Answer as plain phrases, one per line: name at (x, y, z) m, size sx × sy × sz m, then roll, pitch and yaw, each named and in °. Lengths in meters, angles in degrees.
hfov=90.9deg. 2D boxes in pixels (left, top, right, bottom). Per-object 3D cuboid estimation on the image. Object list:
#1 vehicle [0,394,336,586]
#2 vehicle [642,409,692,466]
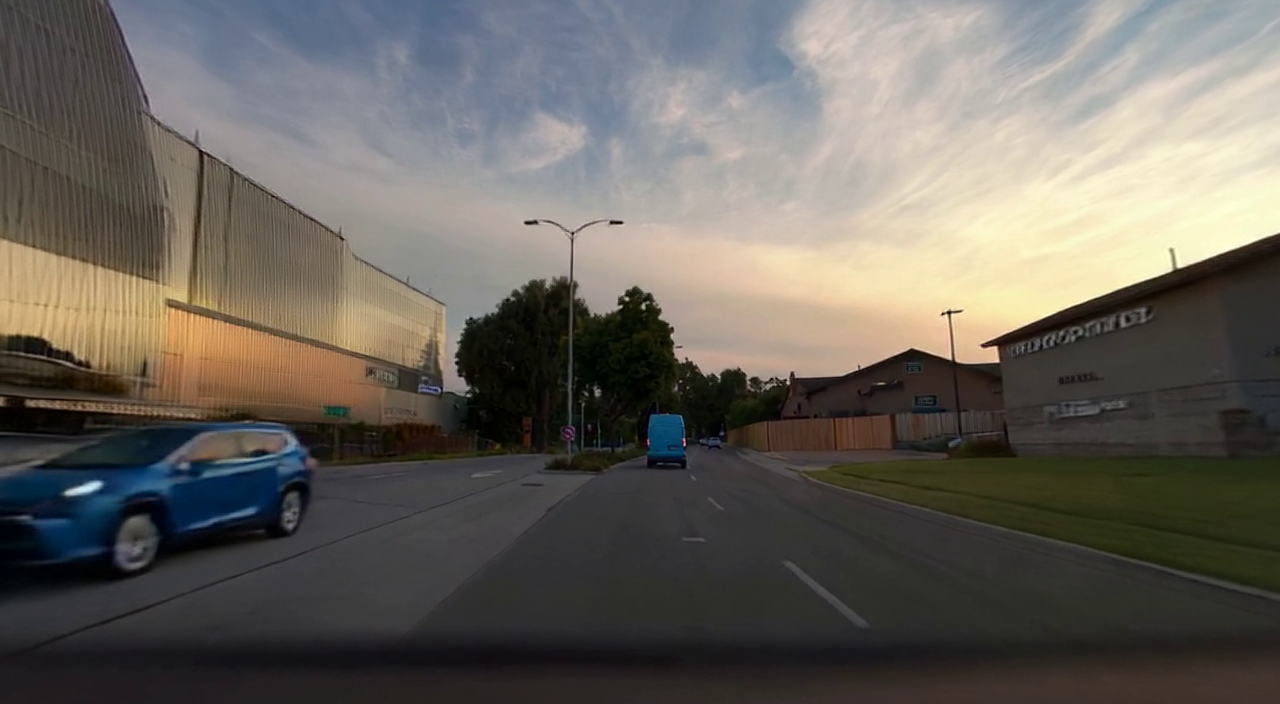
vehicle at (-5.685, 1.537, 7.631) m, size 1.935 × 1.633 × 4.247 m, roll -1°, pitch -9°, yaw -1°
vehicle at (1.539, 4.577, 33.789) m, size 2.435 × 2.816 × 5.232 m, roll -1°, pitch -8°, yaw 5°
